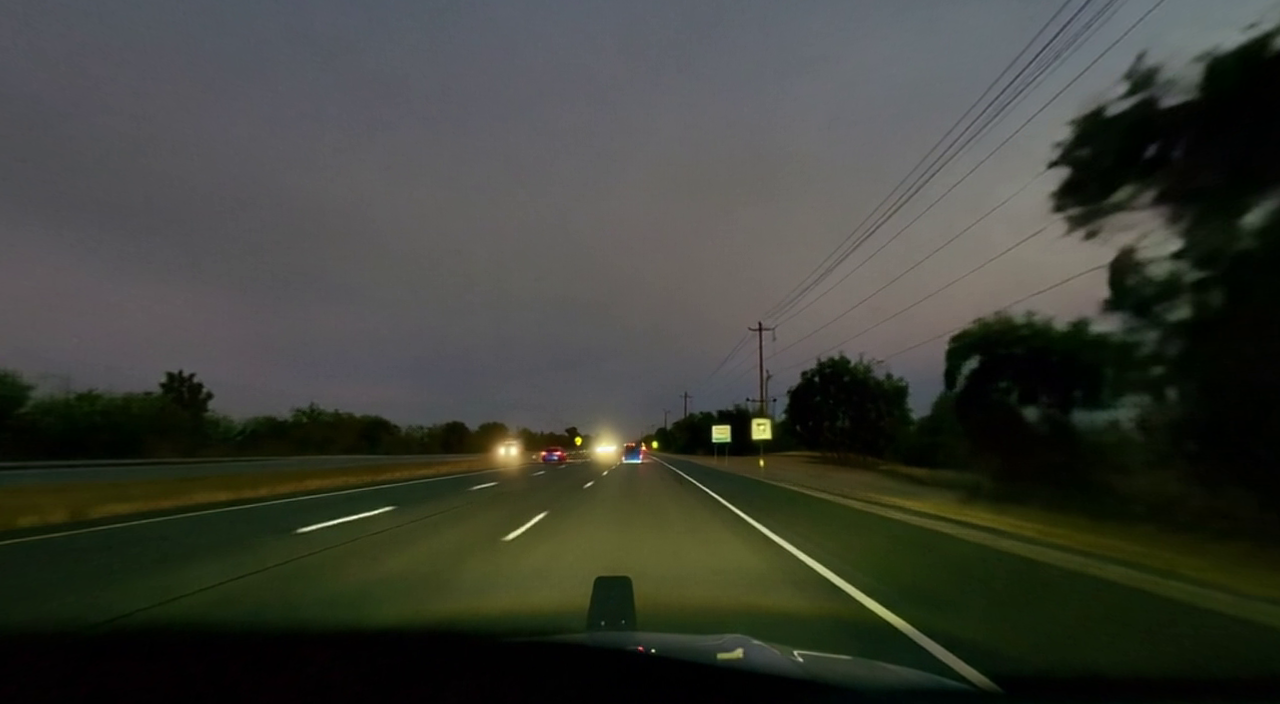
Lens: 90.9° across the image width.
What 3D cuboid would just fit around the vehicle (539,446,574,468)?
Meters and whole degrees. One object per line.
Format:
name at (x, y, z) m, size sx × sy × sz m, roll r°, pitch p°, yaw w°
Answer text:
vehicle at (-5.952, 7.558, 45.323) m, size 1.911 × 1.491 × 3.624 m, roll 0°, pitch -9°, yaw 2°
